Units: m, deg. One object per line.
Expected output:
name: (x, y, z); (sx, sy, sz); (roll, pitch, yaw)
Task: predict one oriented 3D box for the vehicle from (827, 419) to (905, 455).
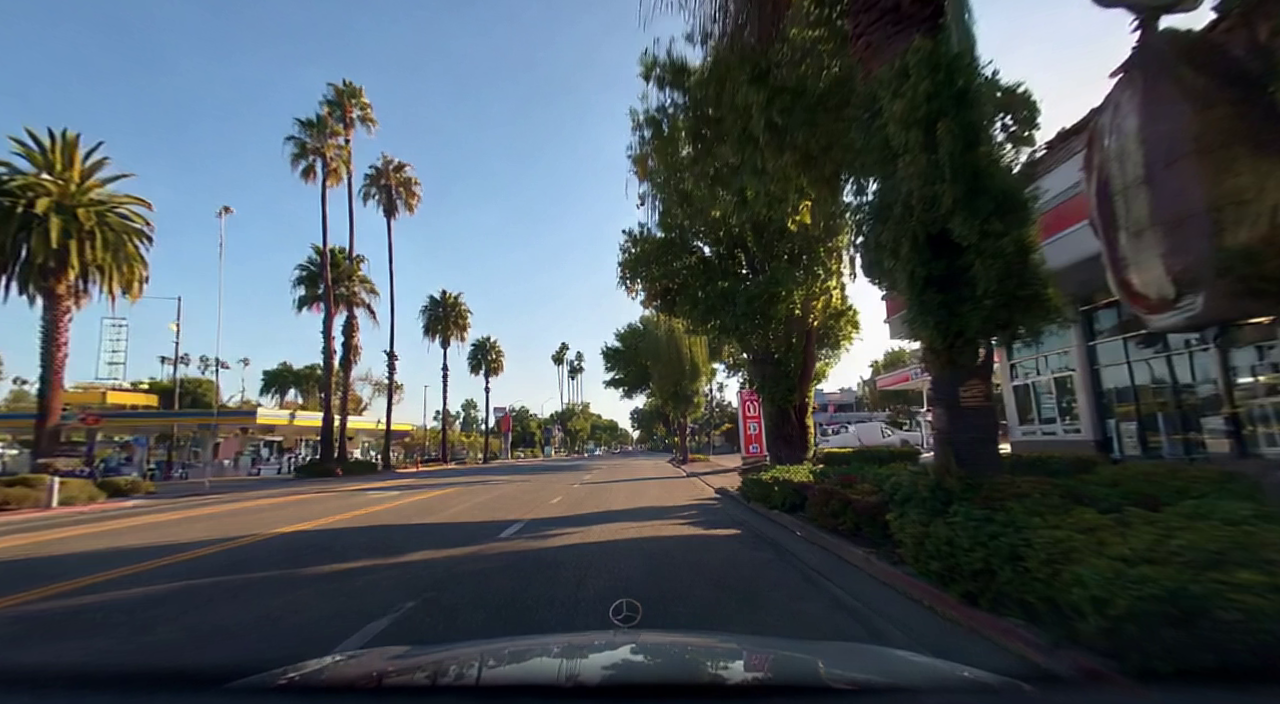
vehicle: (16.047, 6.048, 44.603); (5.529, 2.395, 2.399); (6, -10, -35)
